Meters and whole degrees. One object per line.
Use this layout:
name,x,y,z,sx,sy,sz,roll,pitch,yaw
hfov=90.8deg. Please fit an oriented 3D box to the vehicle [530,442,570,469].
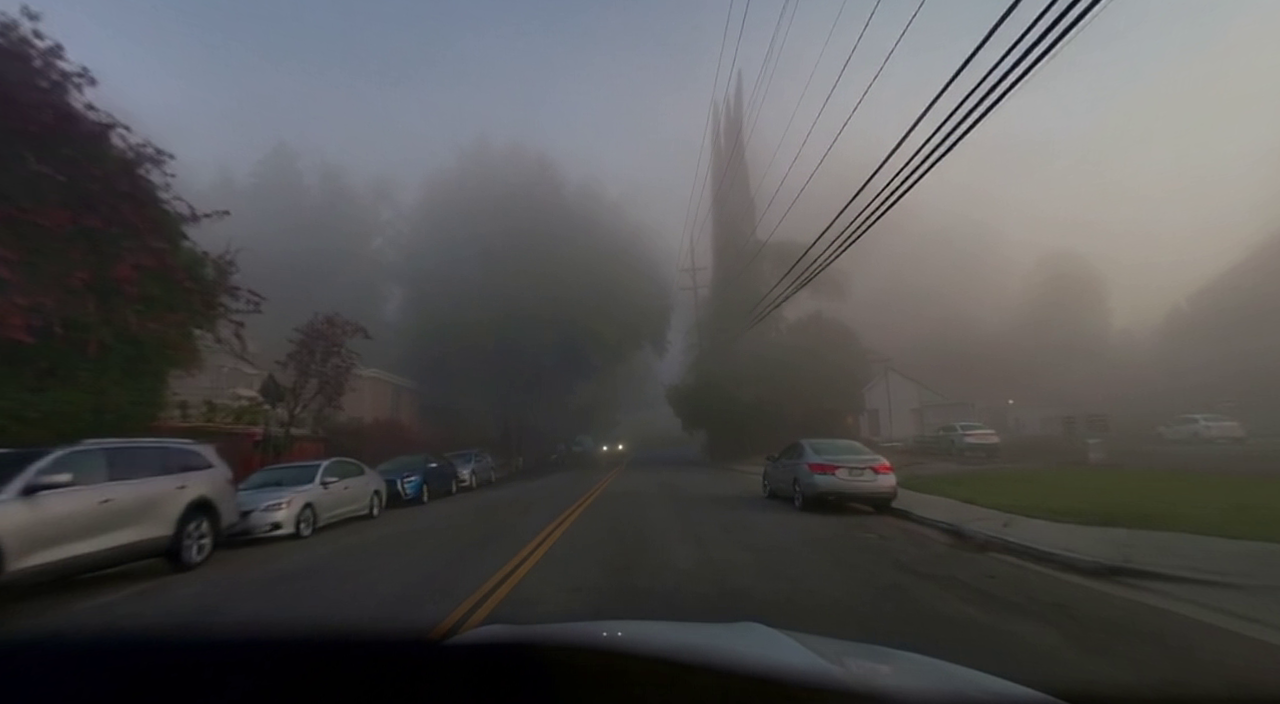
vehicle,-6.110,7.072,43.361,2.055,1.666,4.168,-2,-8,1

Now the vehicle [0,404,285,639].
vehicle,-6.283,1.654,6.710,2.192,1.873,4.985,-3,-8,0

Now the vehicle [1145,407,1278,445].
vehicle,24.242,3.241,27.080,1.796,1.471,4.679,-1,-8,8

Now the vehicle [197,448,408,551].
vehicle,-6.113,2.650,12.150,1.813,1.447,4.437,-3,-8,-3

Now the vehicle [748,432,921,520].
vehicle,3.788,2.504,13.415,2.108,1.493,4.878,0,-8,0

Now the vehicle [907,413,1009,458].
vehicle,13.357,3.591,26.933,2.039,1.712,4.766,-2,-8,3
